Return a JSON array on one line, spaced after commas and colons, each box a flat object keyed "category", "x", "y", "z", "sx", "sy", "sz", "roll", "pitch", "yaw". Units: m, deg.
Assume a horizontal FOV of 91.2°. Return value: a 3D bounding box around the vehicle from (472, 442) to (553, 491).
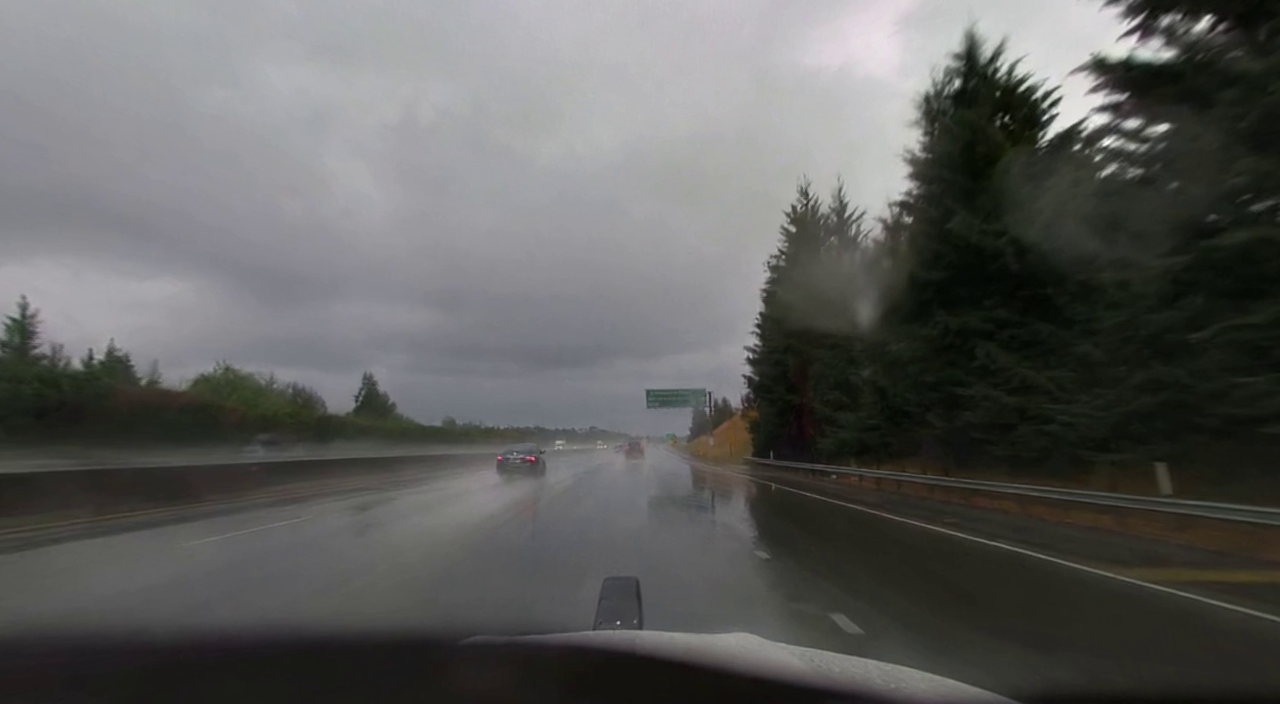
[{"category": "vehicle", "x": -4.477, "y": 4.090, "z": 22.826, "sx": 2.028, "sy": 1.563, "sz": 4.734, "roll": 0, "pitch": -9, "yaw": -1}]
